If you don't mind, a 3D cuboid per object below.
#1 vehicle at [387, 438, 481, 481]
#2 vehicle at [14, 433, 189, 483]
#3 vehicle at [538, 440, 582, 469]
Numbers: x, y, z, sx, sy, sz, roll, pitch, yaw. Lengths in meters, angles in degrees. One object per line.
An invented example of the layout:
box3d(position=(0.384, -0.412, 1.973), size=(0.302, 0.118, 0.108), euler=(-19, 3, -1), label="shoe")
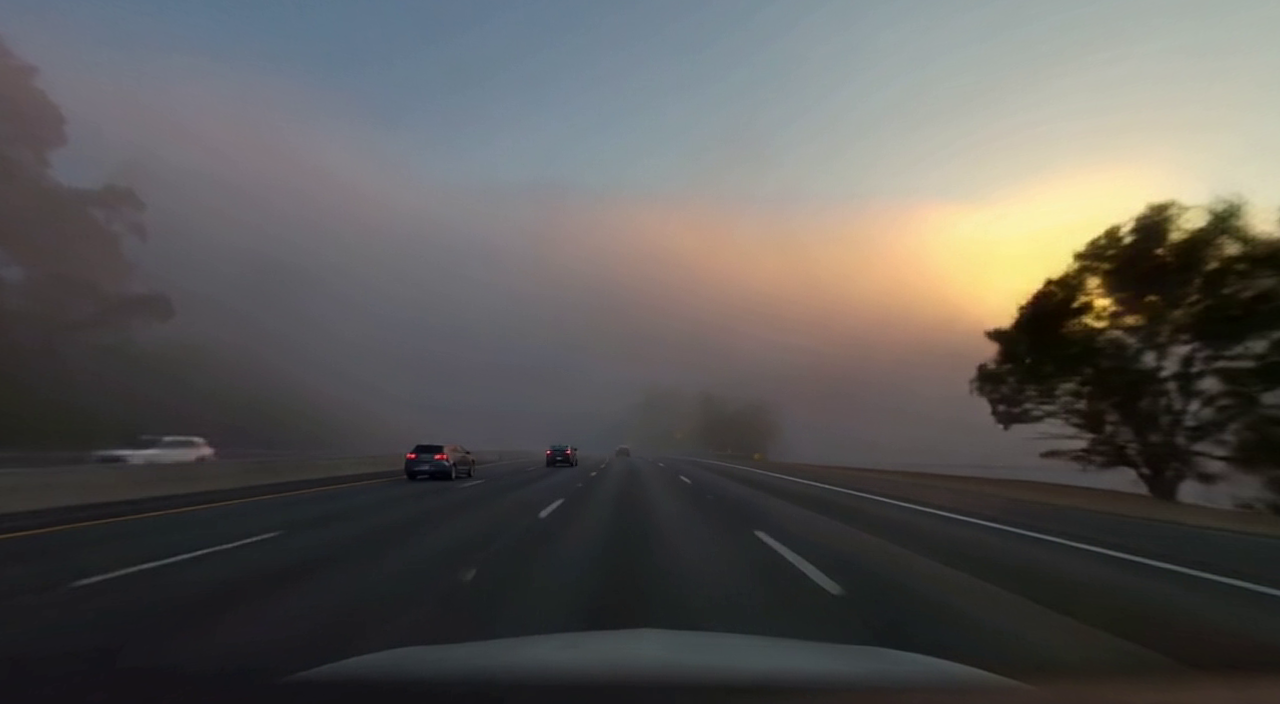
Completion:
box3d(position=(-7.752, 4.087, 24.242), size=(2.038, 1.463, 4.656), euler=(0, -8, 0), label="vehicle")
box3d(position=(-18.030, 3.571, 21.503), size=(2.016, 1.519, 4.514), euler=(0, -8, -1), label="vehicle")
box3d(position=(-4.254, 5.525, 34.117), size=(1.936, 1.465, 4.060), euler=(0, -8, -1), label="vehicle")
